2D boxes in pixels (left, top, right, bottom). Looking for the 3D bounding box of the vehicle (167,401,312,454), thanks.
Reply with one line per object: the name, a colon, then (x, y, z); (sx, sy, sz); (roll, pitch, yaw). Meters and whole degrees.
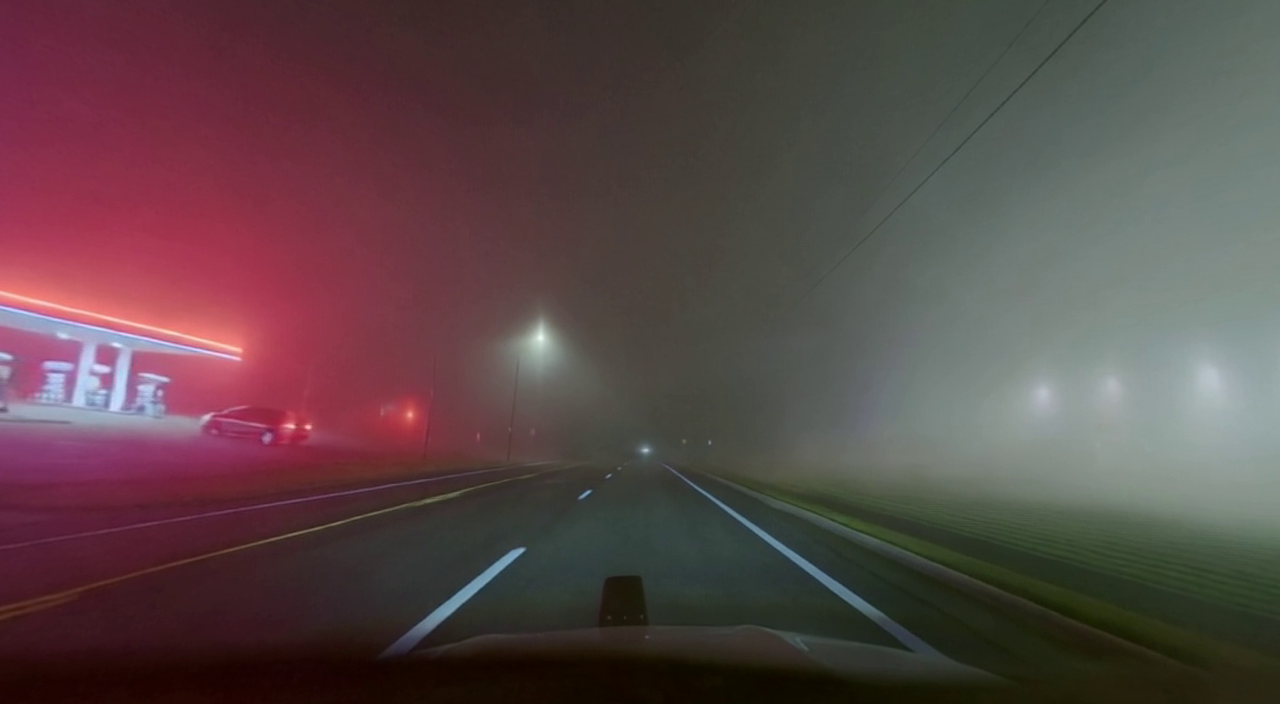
vehicle: (-22.587, 4.230, 35.685); (6.311, 2.571, 3.118); (1, -6, 12)
